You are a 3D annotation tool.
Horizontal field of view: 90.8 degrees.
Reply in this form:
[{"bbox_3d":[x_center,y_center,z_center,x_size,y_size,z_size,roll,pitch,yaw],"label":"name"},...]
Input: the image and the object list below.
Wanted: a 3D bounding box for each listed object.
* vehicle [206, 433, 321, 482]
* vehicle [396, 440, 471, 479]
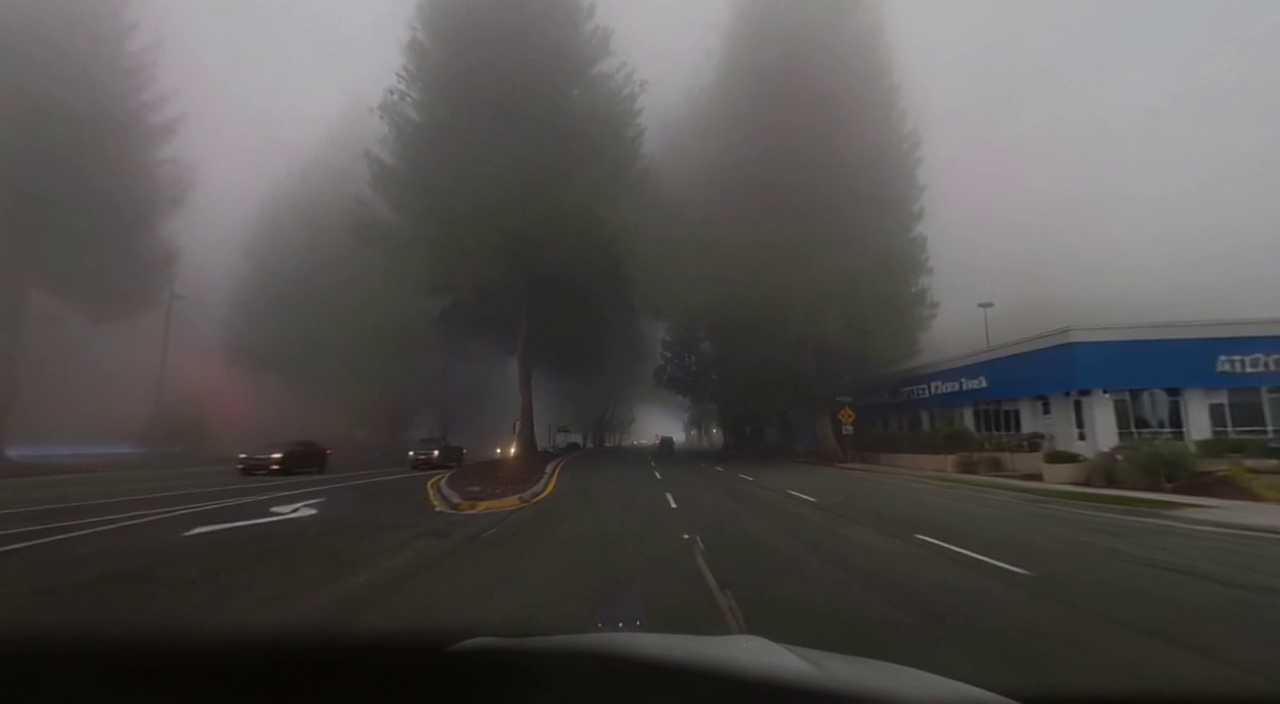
[{"bbox_3d":[-15.161,4.263,25.763,1.924,1.767,4.397,0,-8,0],"label":"vehicle"},{"bbox_3d":[-8.896,4.633,27.573,2.107,1.560,3.955,0,-8,-3],"label":"vehicle"}]
